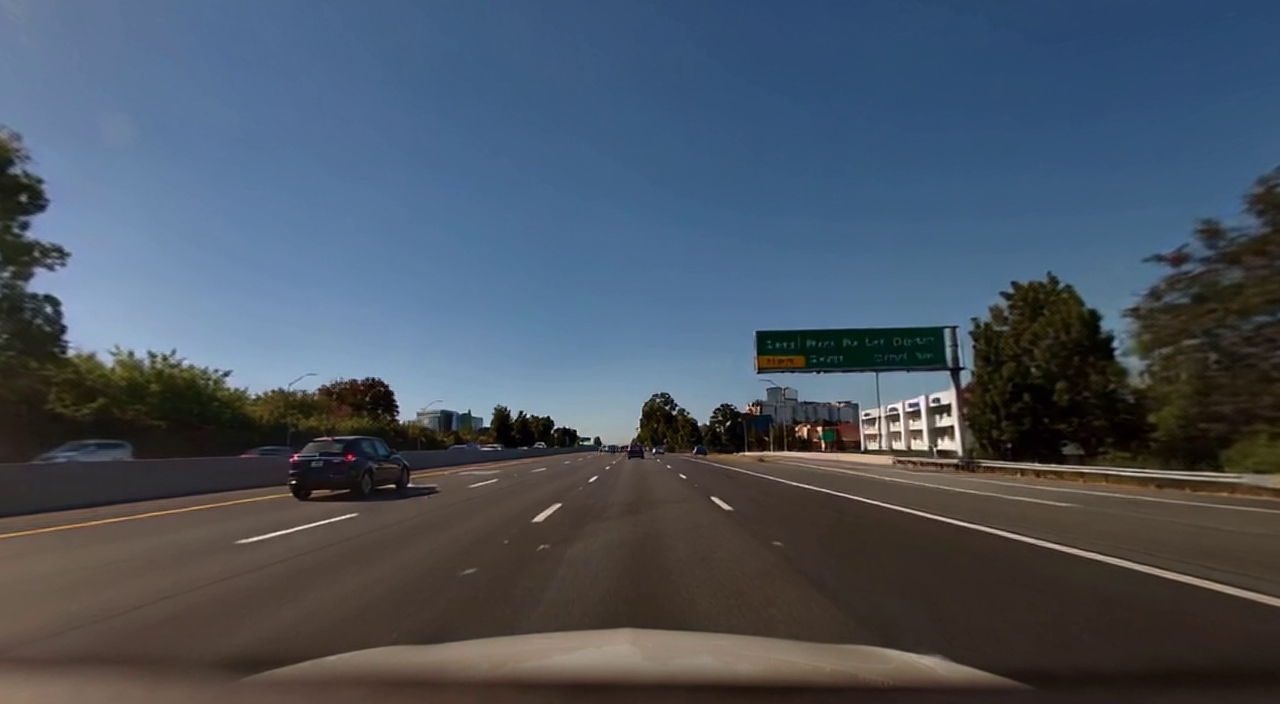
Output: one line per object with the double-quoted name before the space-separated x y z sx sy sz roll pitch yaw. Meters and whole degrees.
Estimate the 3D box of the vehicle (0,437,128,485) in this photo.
"vehicle" -32.147 5.943 34.904 2.418 2.381 6.373 0 -8 -1

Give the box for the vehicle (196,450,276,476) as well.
"vehicle" -24.636 6.764 38.722 1.845 1.463 4.705 0 -8 -1

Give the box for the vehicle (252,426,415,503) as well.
"vehicle" -7.739 2.885 16.527 2.089 1.724 4.327 0 -8 0
